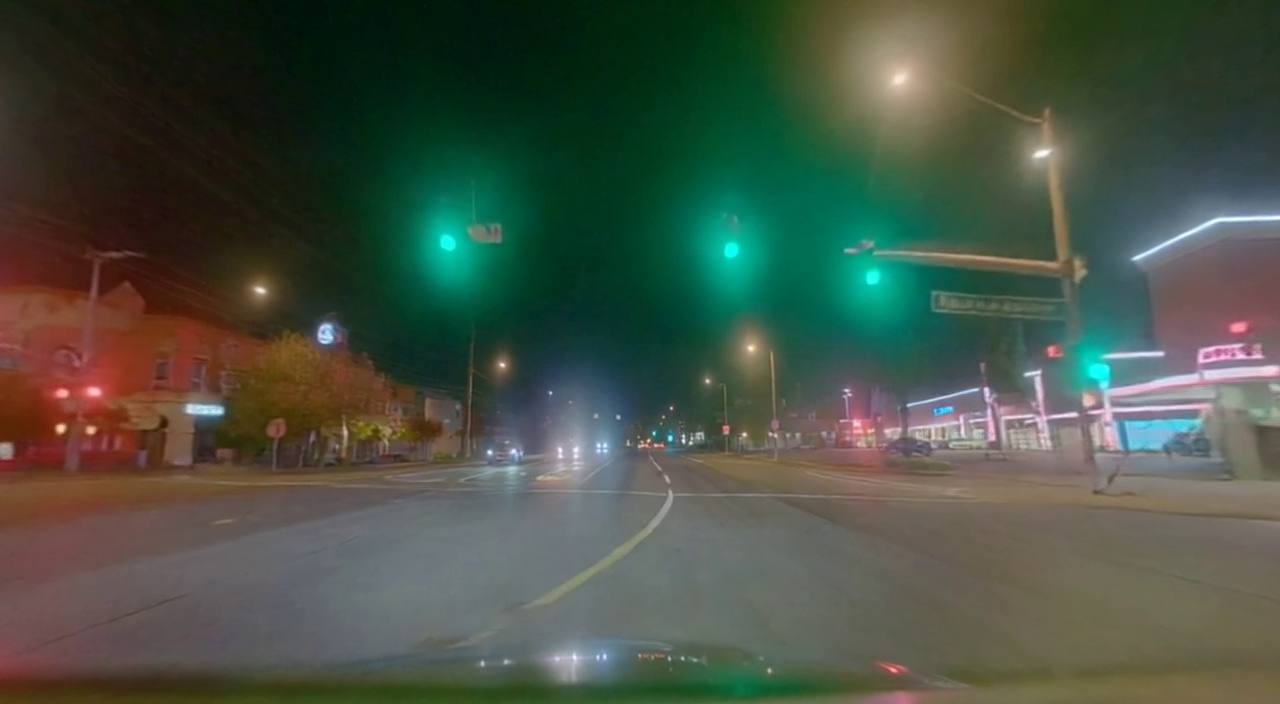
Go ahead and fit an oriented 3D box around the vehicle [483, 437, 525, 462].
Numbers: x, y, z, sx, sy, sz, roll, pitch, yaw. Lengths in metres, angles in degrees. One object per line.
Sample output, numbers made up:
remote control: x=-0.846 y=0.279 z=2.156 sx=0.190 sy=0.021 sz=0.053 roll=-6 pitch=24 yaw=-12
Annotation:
vehicle: x=-9.717 y=7.017 z=45.411 sx=1.954 sy=1.694 sz=4.310 roll=-1 pitch=-8 yaw=2
